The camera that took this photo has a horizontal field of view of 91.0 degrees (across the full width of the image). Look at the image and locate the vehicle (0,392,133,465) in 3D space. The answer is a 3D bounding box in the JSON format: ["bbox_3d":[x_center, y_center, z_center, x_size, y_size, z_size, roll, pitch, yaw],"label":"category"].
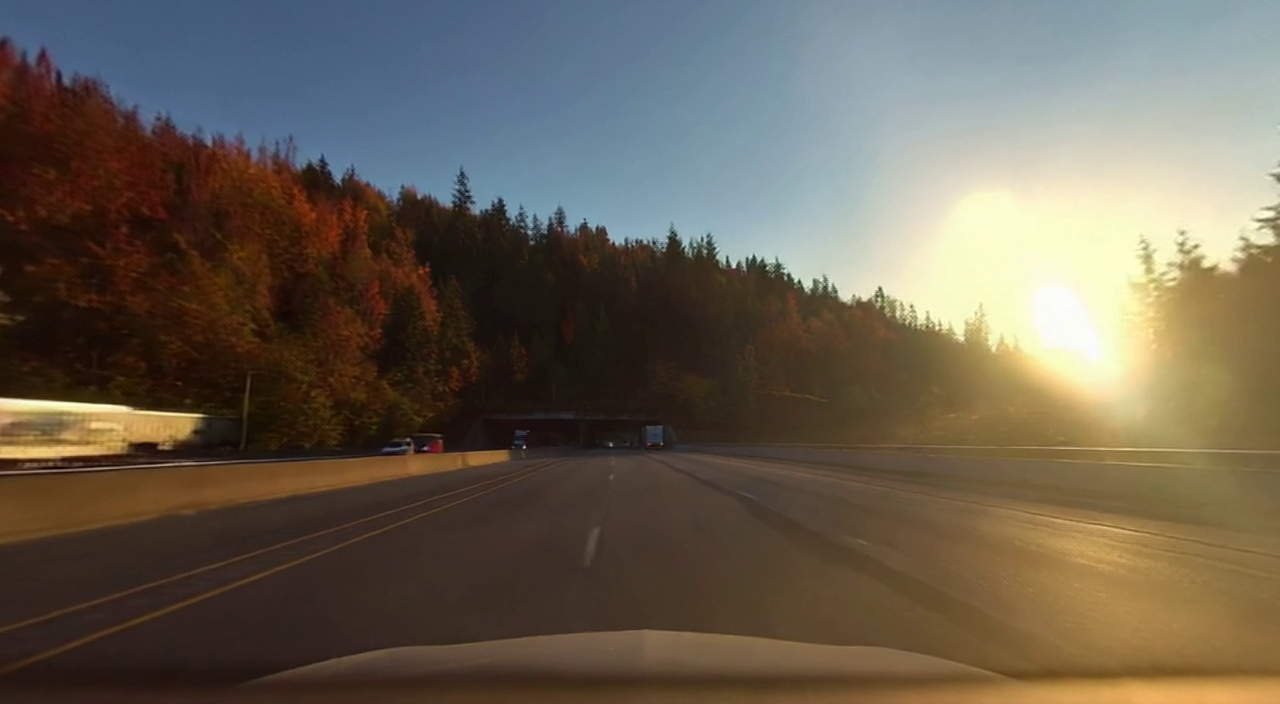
[{"bbox_3d":[-36.229,4.406,35.572,2.871,3.899,16.049,-1,-9,-4],"label":"vehicle"}]

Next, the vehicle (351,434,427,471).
[{"bbox_3d":[-19.675,7.925,49.954,2.774,2.605,8.096,0,-8,-1],"label":"vehicle"}]
